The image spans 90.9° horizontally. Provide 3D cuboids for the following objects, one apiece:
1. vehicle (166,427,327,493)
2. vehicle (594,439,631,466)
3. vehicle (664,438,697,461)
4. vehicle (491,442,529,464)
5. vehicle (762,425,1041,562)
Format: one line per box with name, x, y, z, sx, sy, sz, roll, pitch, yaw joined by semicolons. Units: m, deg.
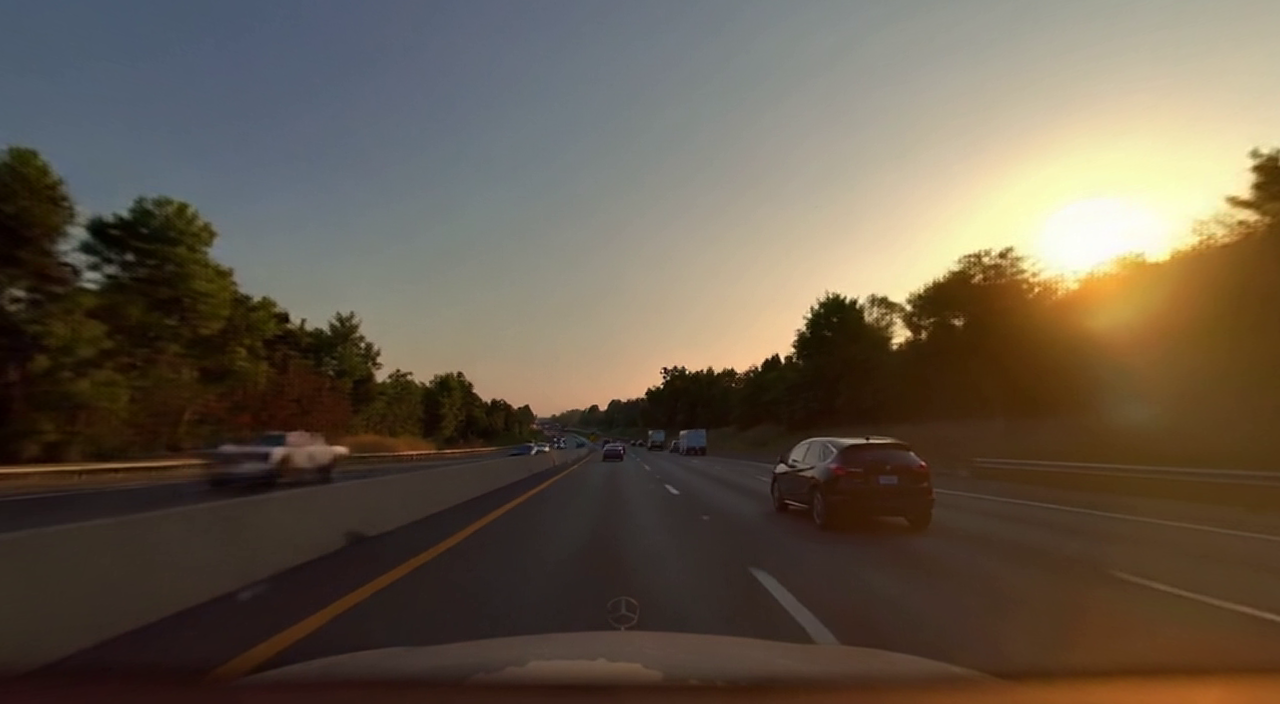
vehicle;-12.807;3.499;21.048;2.210;1.908;5.012;0;-8;-2
vehicle;-1.634;5.949;37.628;2.055;1.466;4.317;0;-8;-2
vehicle;2.973;7.189;46.692;1.995;1.556;3.893;0;-8;-3
vehicle;-9.348;7.269;45.541;1.855;1.455;4.469;0;-8;-1
vehicle;3.379;1.886;9.429;1.961;1.495;4.743;0;-8;-3
